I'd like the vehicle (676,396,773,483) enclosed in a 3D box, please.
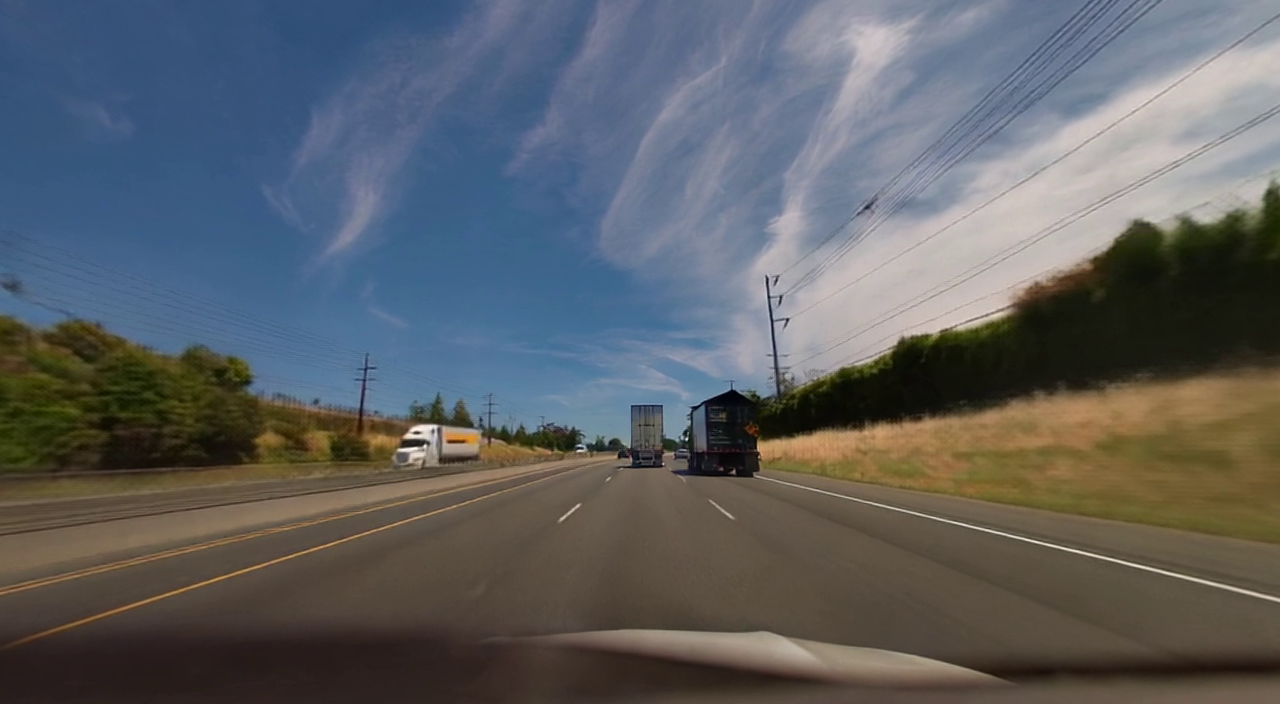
[{"bbox_3d":[3.568,4.143,29.250,2.938,3.378,8.820,0,-9,-2],"label":"vehicle"}]

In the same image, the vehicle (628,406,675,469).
[{"bbox_3d":[0.619,6.574,47.397,2.997,4.076,13.224,0,-9,-1],"label":"vehicle"}]
